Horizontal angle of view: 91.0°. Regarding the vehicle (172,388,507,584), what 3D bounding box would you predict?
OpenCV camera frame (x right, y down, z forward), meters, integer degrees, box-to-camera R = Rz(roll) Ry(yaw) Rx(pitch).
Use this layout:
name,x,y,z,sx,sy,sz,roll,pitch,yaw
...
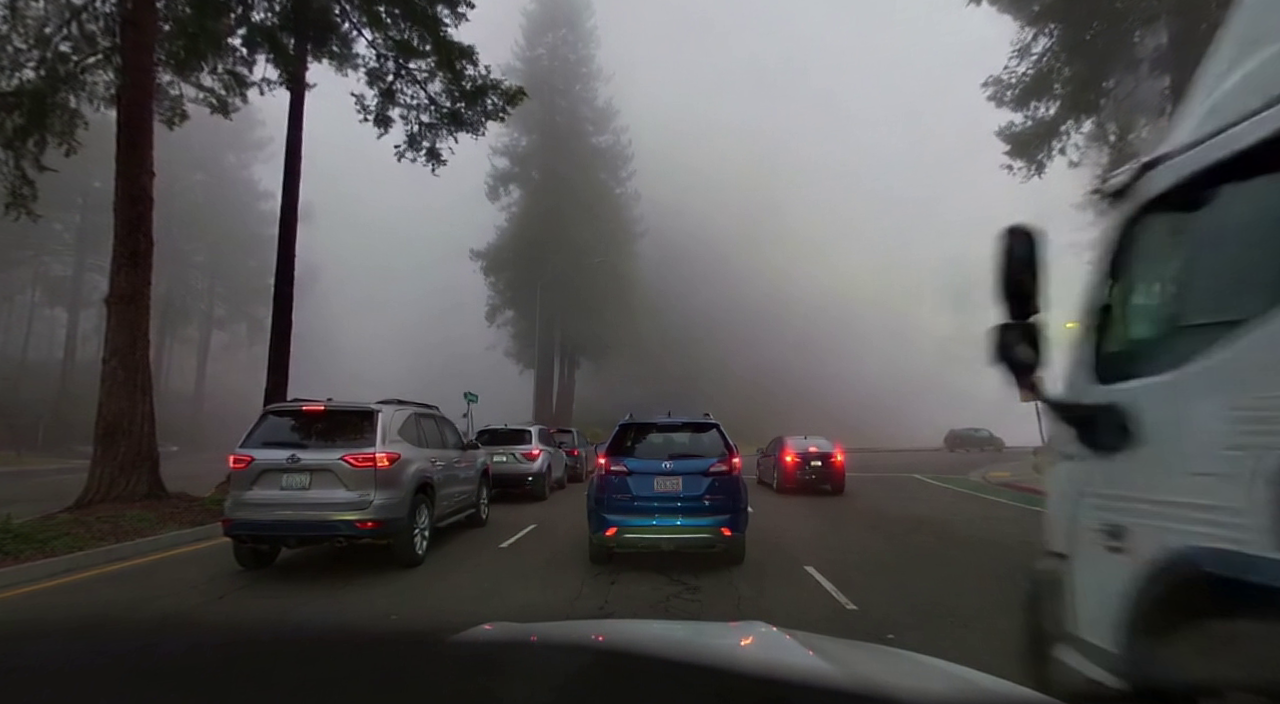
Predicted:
name,x,y,z,sx,sy,sz,roll,pitch,yaw
vehicle,-3.251,1.562,8.084,2.085,1.812,4.388,0,-8,0

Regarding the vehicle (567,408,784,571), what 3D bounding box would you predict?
name,x,y,z,sx,sy,sz,roll,pitch,yaw
vehicle,0.371,1.709,8.547,2.189,1.649,4.171,0,-8,0

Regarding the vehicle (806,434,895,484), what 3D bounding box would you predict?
name,x,y,z,sx,sy,sz,roll,pitch,yaw
vehicle,7.450,3.805,22.707,2.067,1.599,4.251,-1,-8,5

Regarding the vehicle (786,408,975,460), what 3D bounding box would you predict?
name,x,y,z,sx,sy,sz,roll,pitch,yaw
vehicle,15.690,5.525,41.778,11.206,3.112,2.993,-4,-9,23
